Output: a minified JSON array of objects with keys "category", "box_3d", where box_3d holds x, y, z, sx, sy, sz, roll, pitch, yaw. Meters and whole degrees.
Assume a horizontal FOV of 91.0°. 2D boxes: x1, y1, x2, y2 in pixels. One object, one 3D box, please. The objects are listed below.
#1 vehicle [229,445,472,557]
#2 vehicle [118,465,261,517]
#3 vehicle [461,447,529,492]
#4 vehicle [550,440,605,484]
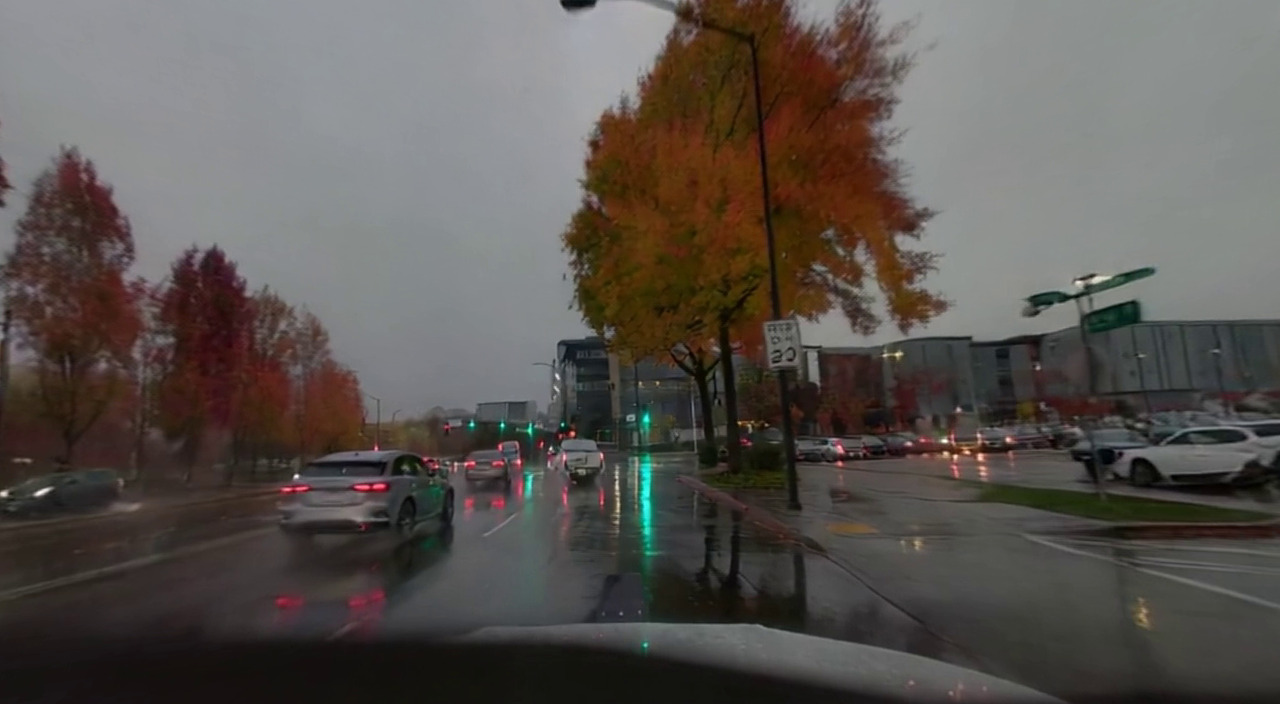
[{"category":"vehicle","box_3d":[-4.709,2.474,11.403,2.090,1.506,5.326,1,-9,-3]},{"category":"vehicle","box_3d":[-16.524,5.074,23.472,1.968,1.574,4.683,1,-9,-2]},{"category":"vehicle","box_3d":[-5.496,4.460,24.392,1.974,1.549,4.603,2,-9,-6]},{"category":"vehicle","box_3d":[-2.712,4.656,26.953,2.144,1.704,4.028,2,-9,-7]}]
